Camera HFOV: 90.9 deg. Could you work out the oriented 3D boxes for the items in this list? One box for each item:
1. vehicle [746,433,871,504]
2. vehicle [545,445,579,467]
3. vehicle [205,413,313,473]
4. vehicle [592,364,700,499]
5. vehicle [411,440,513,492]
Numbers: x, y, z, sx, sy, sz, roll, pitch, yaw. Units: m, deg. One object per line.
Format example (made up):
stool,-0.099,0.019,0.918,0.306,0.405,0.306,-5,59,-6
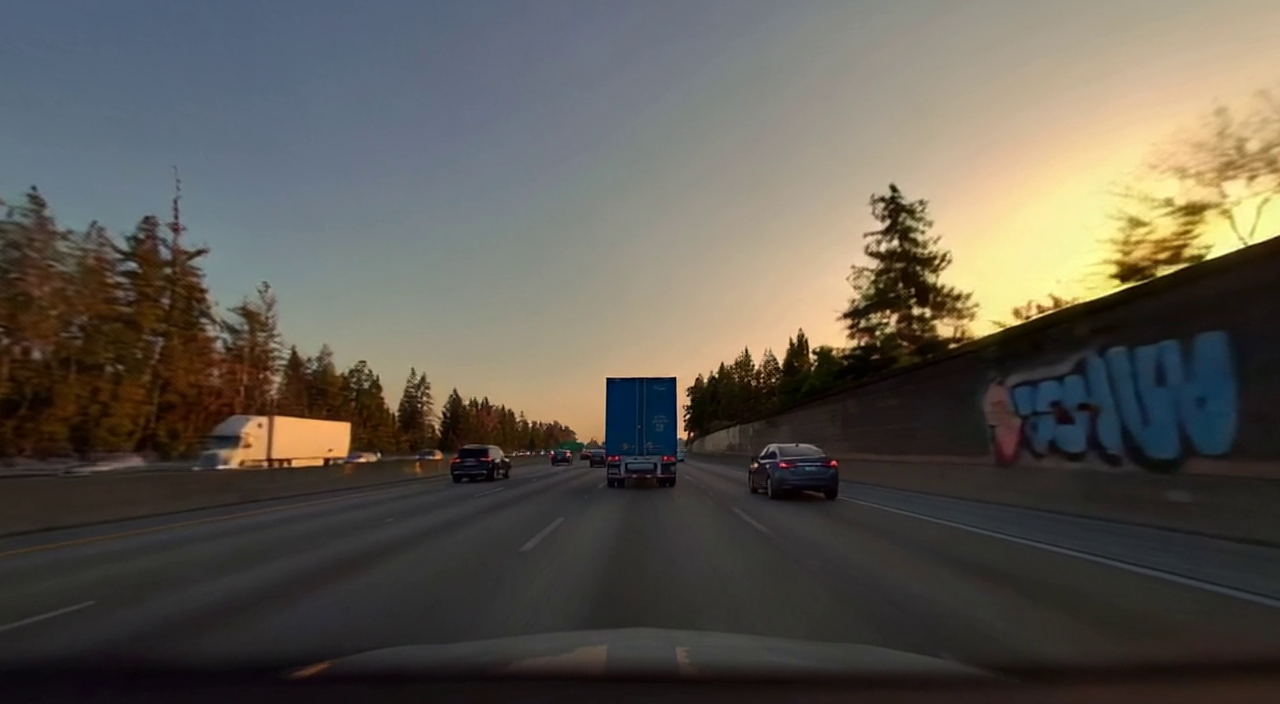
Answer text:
vehicle,4.447,3.160,17.453,2.205,1.689,4.403,0,-9,0
vehicle,-5.913,7.918,48.162,2.005,1.607,4.042,0,-9,1
vehicle,-24.630,6.008,41.181,2.951,3.577,6.186,-1,-9,2
vehicle,0.057,2.910,22.033,2.915,3.661,9.741,0,-9,-1
vehicle,-6.273,4.068,22.884,2.134,1.662,4.851,-1,-9,2
